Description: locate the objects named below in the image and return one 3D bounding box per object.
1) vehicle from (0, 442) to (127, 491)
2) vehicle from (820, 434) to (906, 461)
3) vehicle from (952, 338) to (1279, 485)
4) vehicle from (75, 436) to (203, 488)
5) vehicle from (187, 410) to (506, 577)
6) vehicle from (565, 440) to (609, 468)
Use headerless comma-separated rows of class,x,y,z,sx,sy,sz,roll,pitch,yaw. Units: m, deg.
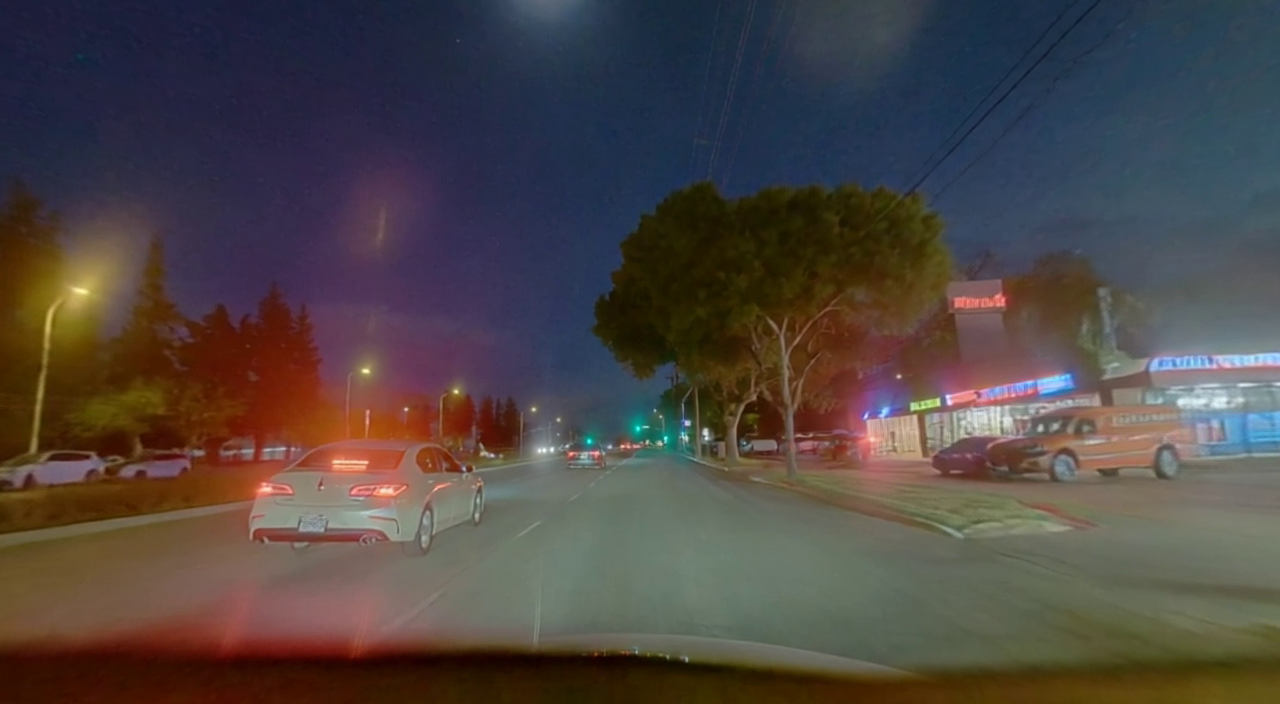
vehicle,-25.706,4.881,27.335,2.258,1.896,5.595,0,-9,0
vehicle,14.174,6.097,40.363,4.697,1.518,1.990,-2,-7,-2
vehicle,15.159,1.973,20.479,8.300,4.310,2.832,-1,-9,0
vehicle,-25.804,5.686,32.870,2.393,2.465,5.027,-1,-9,0
vehicle,-3.432,1.769,8.675,2.126,1.655,4.560,0,-9,1
vehicle,-2.915,5.768,35.755,1.955,1.461,4.396,0,-9,2
